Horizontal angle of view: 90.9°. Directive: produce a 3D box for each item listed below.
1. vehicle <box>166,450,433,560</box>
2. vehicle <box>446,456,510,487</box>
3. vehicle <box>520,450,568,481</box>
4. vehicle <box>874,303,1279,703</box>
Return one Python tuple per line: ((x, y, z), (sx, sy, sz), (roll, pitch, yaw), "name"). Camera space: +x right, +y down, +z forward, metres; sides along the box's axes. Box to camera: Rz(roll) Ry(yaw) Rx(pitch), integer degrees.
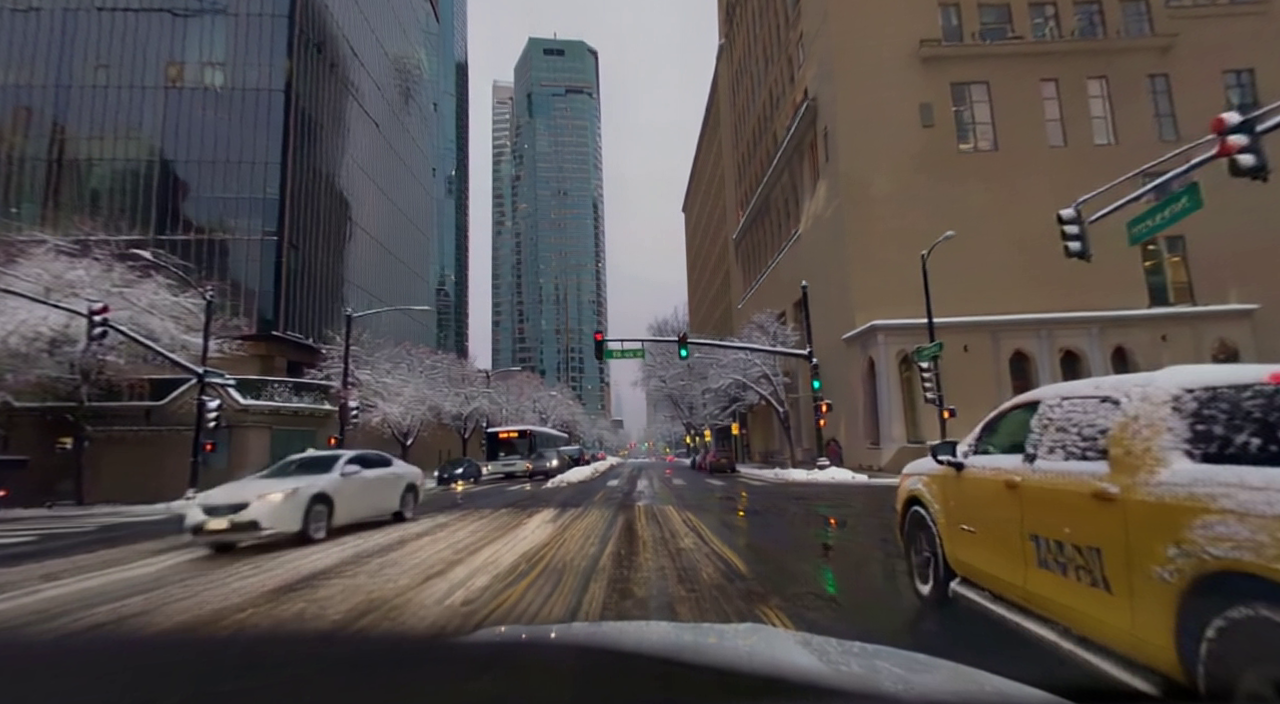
((-5.582, 2.524, 11.313), (1.956, 1.457, 4.958), (0, -8, 1), "vehicle")
((-9.103, 6.732, 35.818), (2.003, 1.489, 4.656), (-1, -8, 6), "vehicle")
((-5.437, 6.501, 36.343), (1.997, 1.610, 4.144), (0, -8, 2), "vehicle")
((3.317, 0.931, 3.345), (2.118, 1.848, 5.426), (0, -8, 1), "vehicle")
